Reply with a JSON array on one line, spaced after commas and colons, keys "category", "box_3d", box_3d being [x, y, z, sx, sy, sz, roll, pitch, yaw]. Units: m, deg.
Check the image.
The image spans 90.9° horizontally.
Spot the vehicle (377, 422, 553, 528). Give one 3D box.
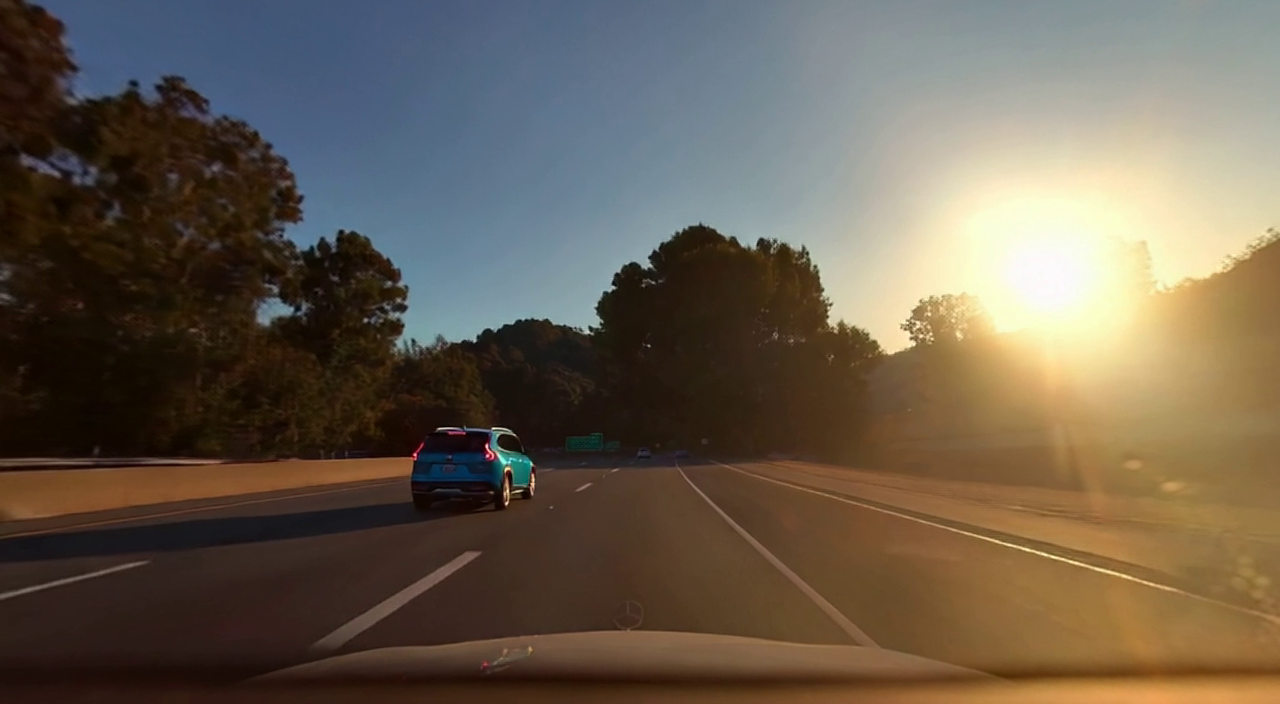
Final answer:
[{"category": "vehicle", "box_3d": [-3.355, 2.460, 13.260, 2.183, 1.803, 4.685, 0, -8, 2]}]
